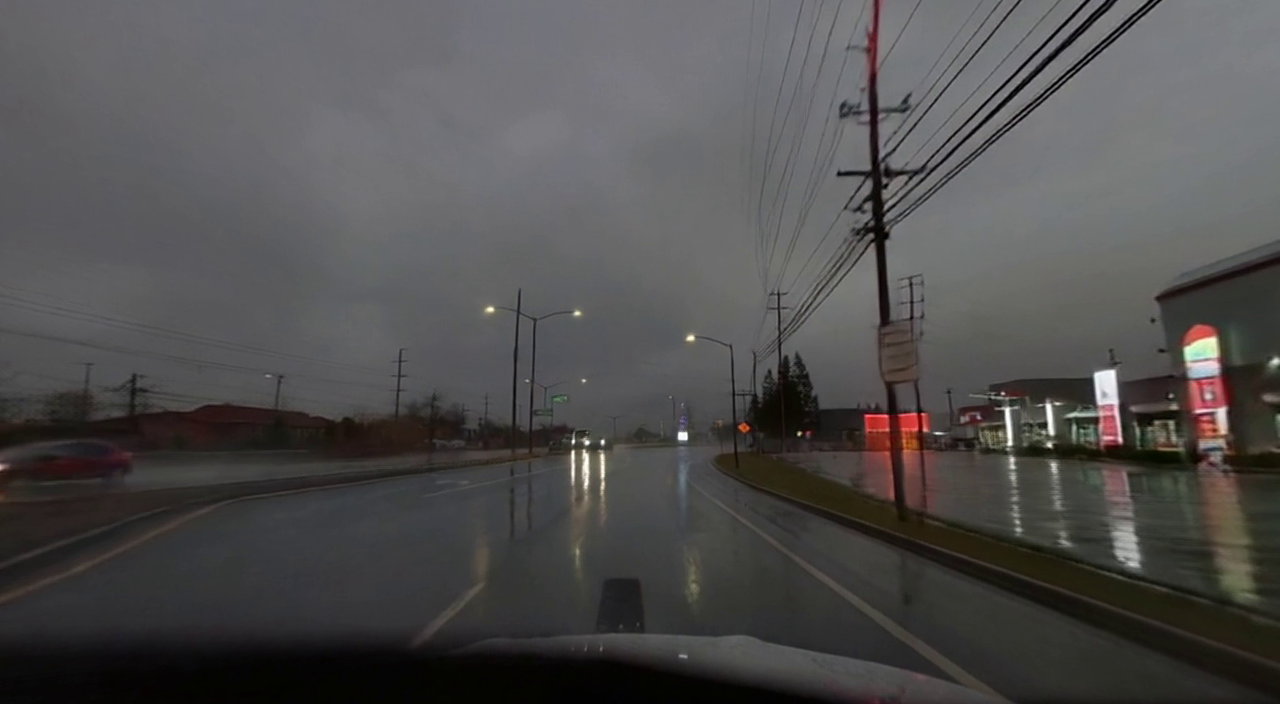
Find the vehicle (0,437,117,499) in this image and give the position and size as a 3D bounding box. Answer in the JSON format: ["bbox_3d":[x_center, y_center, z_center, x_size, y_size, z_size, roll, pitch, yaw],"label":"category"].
[{"bbox_3d":[-18.017,3.274,18.015,2.011,1.646,4.522,0,-9,3],"label":"vehicle"}]
